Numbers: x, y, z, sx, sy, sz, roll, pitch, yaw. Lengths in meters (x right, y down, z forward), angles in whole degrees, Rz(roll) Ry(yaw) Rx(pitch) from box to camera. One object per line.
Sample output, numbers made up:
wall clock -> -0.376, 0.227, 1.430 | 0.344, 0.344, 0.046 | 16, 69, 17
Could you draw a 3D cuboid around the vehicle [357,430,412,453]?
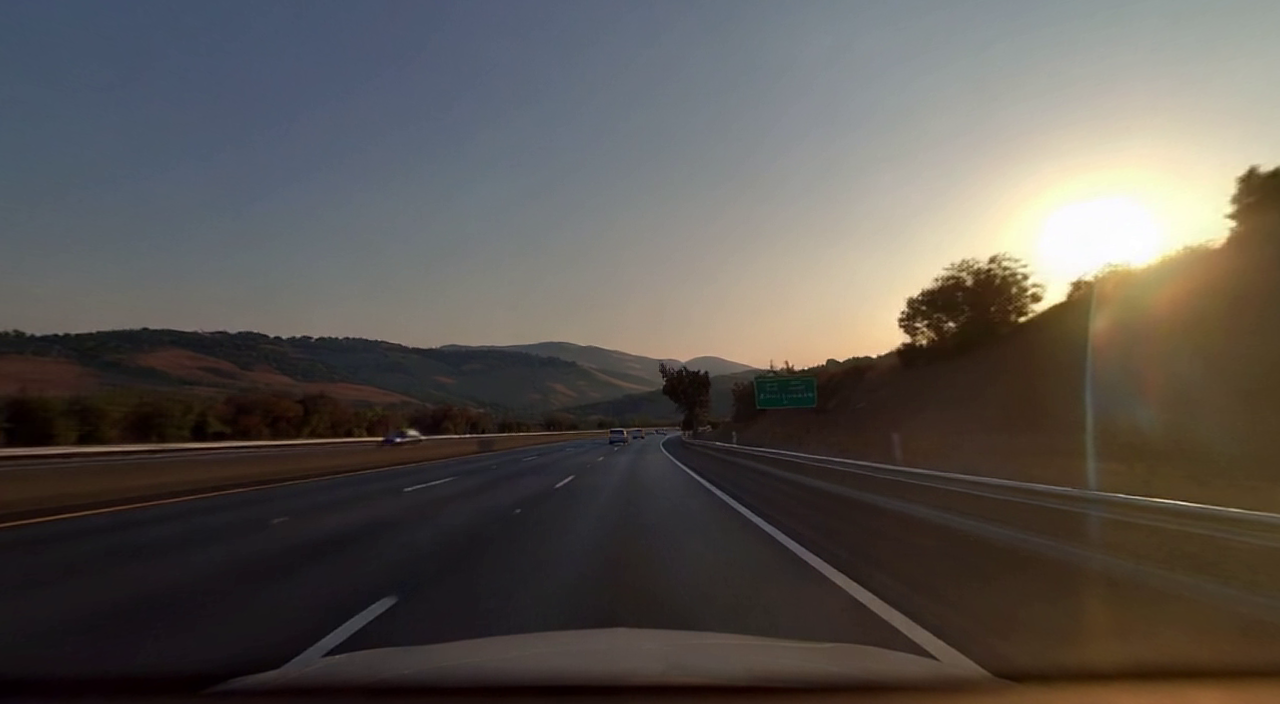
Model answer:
vehicle -> -18.270, 6.401, 45.213 | 1.900, 1.572, 4.762 | 0, -8, 1
